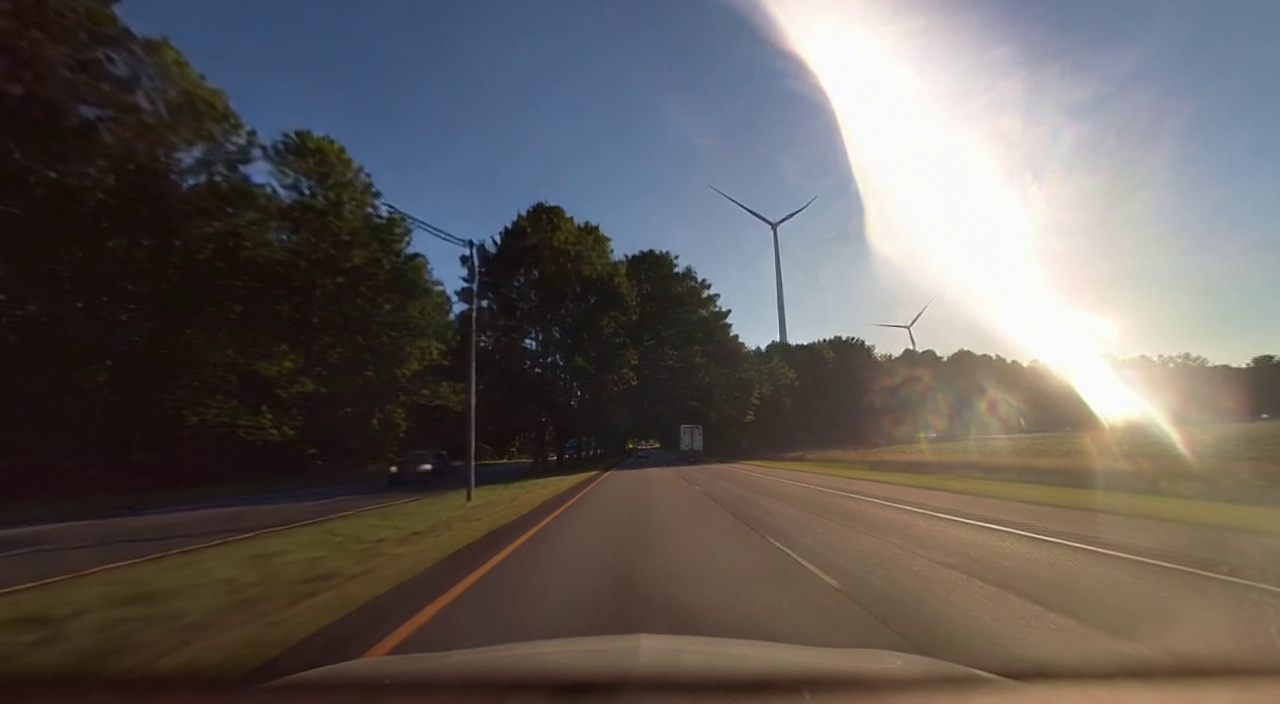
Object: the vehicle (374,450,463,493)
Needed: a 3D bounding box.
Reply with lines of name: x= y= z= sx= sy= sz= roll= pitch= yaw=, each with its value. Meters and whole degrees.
vehicle: x=-8.990 y=4.867 z=26.033 sx=2.015 sy=1.591 sz=4.542 roll=0 pitch=-9 yaw=0
